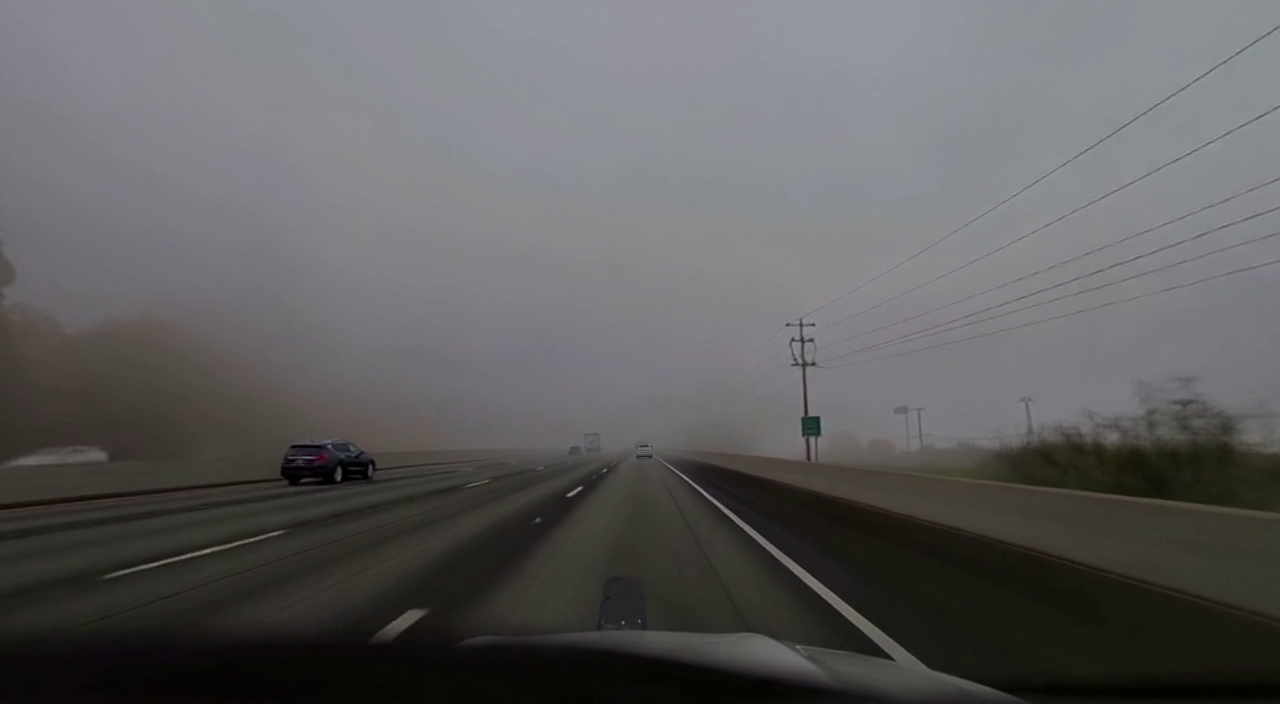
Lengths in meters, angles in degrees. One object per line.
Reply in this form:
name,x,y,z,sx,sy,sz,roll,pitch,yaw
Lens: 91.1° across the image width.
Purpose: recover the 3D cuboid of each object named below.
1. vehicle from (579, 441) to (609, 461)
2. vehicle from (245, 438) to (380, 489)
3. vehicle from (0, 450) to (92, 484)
vehicle,-3.554,7.792,49.402,2.046,1.478,4.111,0,-8,0
vehicle,-10.752,3.684,21.103,1.955,1.496,4.732,0,-8,1
vehicle,-29.118,5.451,30.120,1.766,1.434,4.277,0,-8,1
